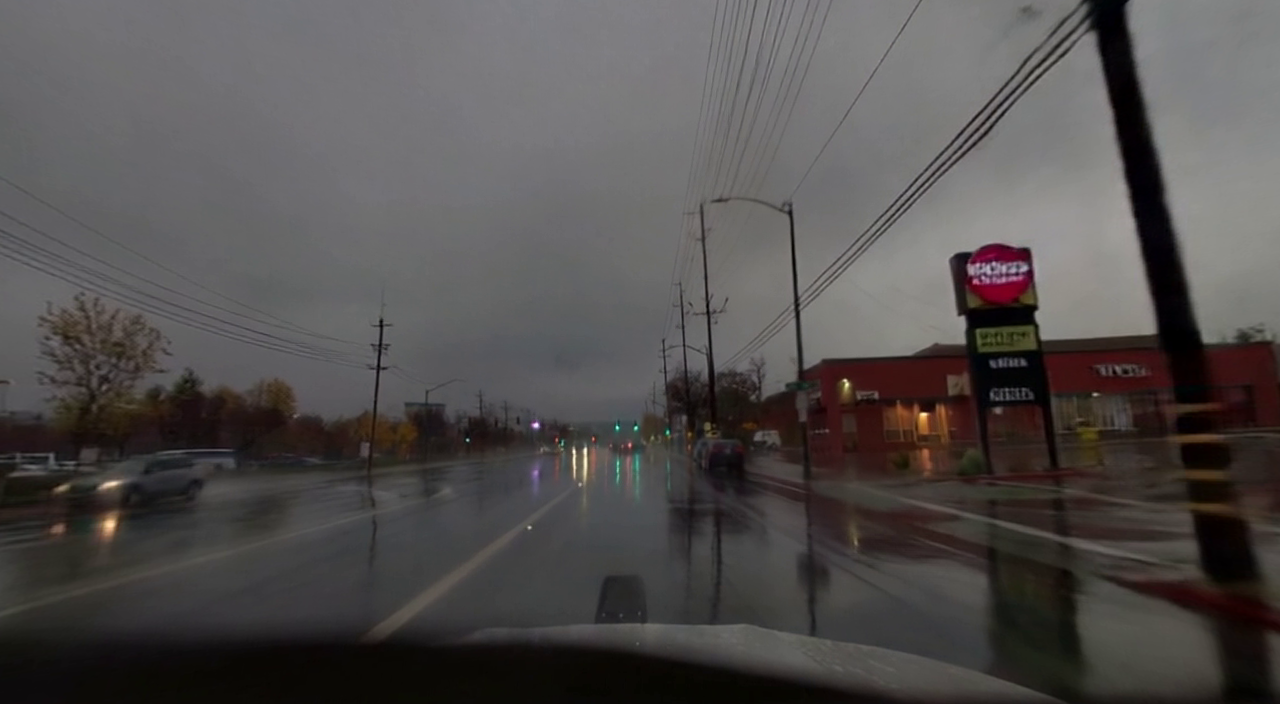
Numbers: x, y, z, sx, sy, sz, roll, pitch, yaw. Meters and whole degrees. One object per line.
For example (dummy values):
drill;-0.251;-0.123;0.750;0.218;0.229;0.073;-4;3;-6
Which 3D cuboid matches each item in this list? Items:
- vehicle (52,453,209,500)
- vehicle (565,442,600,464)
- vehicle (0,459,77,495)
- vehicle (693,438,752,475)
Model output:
vehicle;-18.296;4.446;23.023;1.990;1.500;4.467;0;-9;0
vehicle;-4.173;7.445;46.741;2.179;1.490;4.742;0;-9;0
vehicle;-30.079;5.914;30.056;4.720;1.556;2.070;-1;-9;5
vehicle;3.629;4.687;28.639;1.922;1.507;4.824;0;-9;-1
